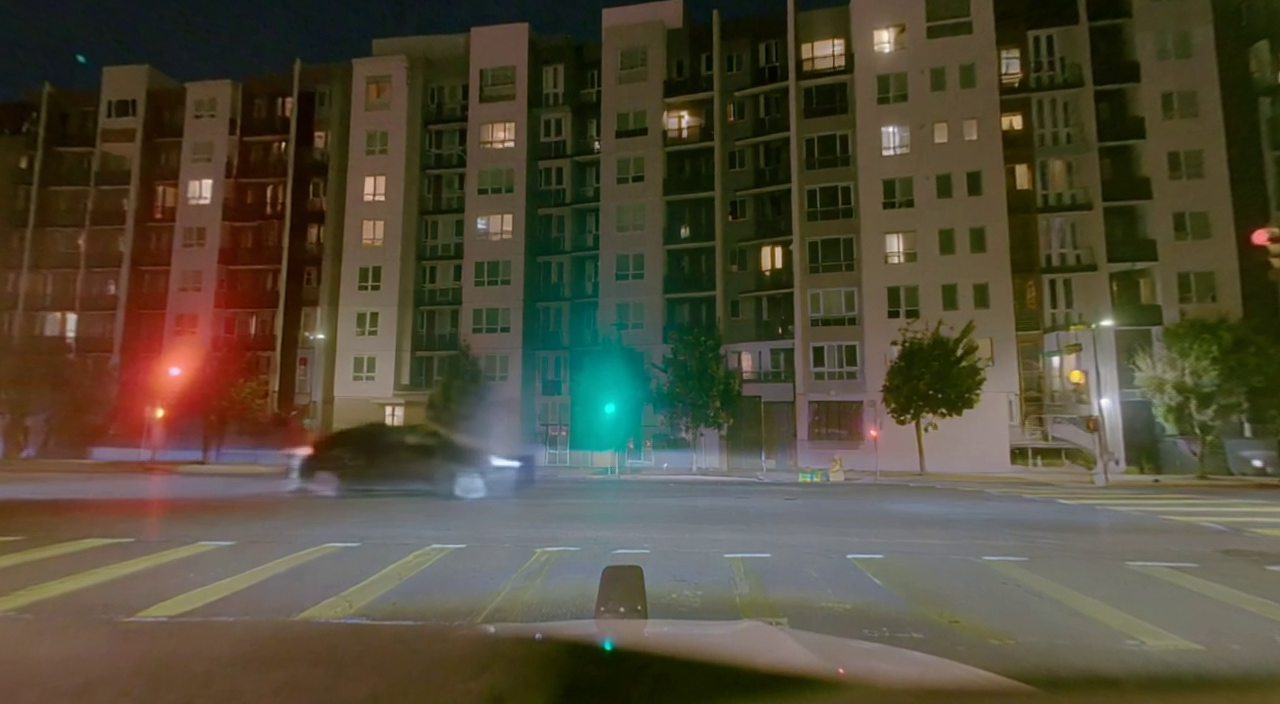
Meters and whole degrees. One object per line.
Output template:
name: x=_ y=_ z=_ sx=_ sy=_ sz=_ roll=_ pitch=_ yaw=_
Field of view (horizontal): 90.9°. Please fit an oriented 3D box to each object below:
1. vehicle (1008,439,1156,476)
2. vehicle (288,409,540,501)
vehicle: x=18.577 y=4.460 z=26.679 sx=4.823 sy=1.458 sz=1.914 roll=0 pitch=-9 yaw=-1
vehicle: x=-4.726 y=2.237 z=13.847 sx=4.724 sy=1.834 sz=2.068 roll=0 pitch=-9 yaw=-1
